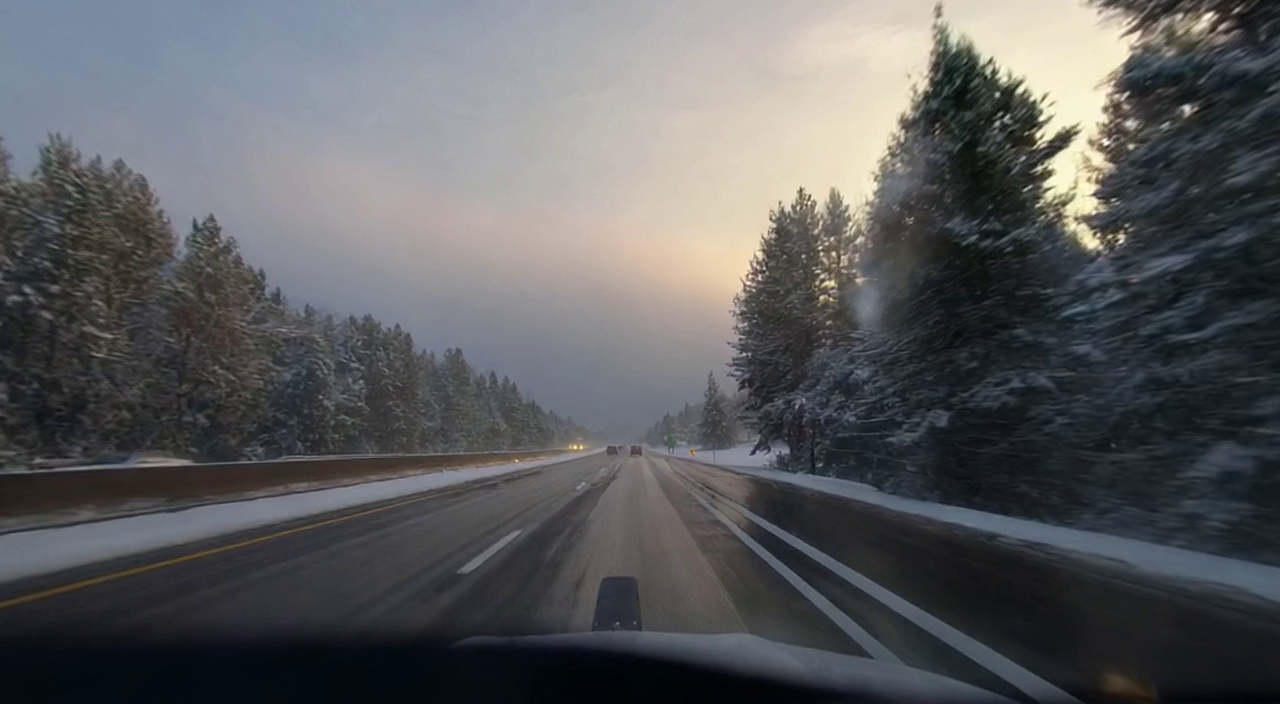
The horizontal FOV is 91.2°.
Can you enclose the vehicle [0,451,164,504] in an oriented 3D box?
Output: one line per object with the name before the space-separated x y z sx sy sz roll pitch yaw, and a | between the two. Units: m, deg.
vehicle | -18.998 4.176 21.302 1.939 1.565 4.577 0 -9 1
